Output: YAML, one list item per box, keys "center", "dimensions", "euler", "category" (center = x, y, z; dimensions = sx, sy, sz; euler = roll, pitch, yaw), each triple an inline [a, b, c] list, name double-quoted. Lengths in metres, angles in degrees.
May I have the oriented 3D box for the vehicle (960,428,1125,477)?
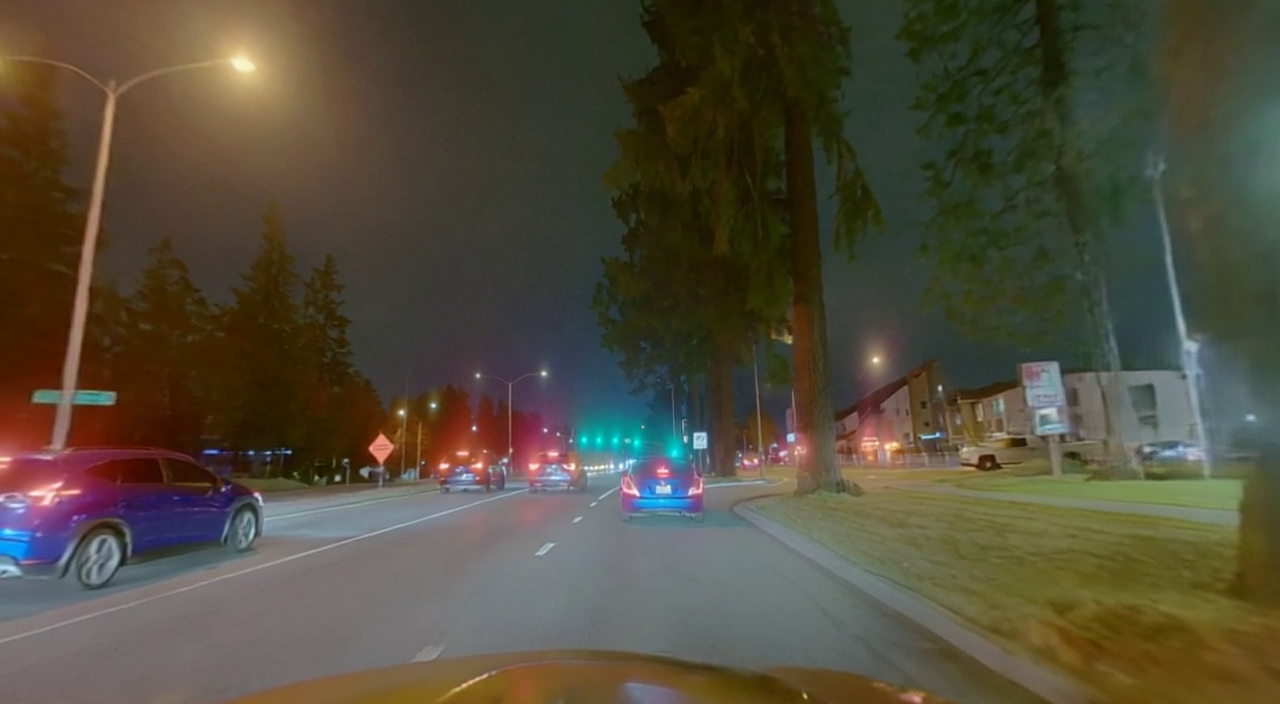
- center: [18.066, 4.518, 28.524]
  dimensions: [5.852, 1.962, 2.323]
  euler: [-8, -11, 41]
  category: "vehicle"

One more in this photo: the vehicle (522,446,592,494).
- center: [-3.221, 4.668, 25.332]
  dimensions: [2.055, 1.725, 4.732]
  euler: [0, -9, 1]
  category: "vehicle"

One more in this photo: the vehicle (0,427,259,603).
- center: [-7.062, 1.826, 7.766]
  dimensions: [1.968, 1.657, 4.230]
  euler: [0, -9, 1]
  category: "vehicle"

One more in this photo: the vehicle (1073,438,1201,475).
- center: [22.302, 4.700, 28.331]
  dimensions: [4.220, 1.550, 1.935]
  euler: [-9, -13, 43]
  category: "vehicle"

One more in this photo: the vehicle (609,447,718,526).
- center: [0.488, 2.889, 14.111]
  dimensions: [2.091, 1.494, 3.962]
  euler: [0, -9, 1]
  category: "vehicle"

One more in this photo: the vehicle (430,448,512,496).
- center: [-6.827, 4.862, 25.981]
  dimensions: [2.032, 1.767, 4.549]
  euler: [0, -9, 1]
  category: "vehicle"
